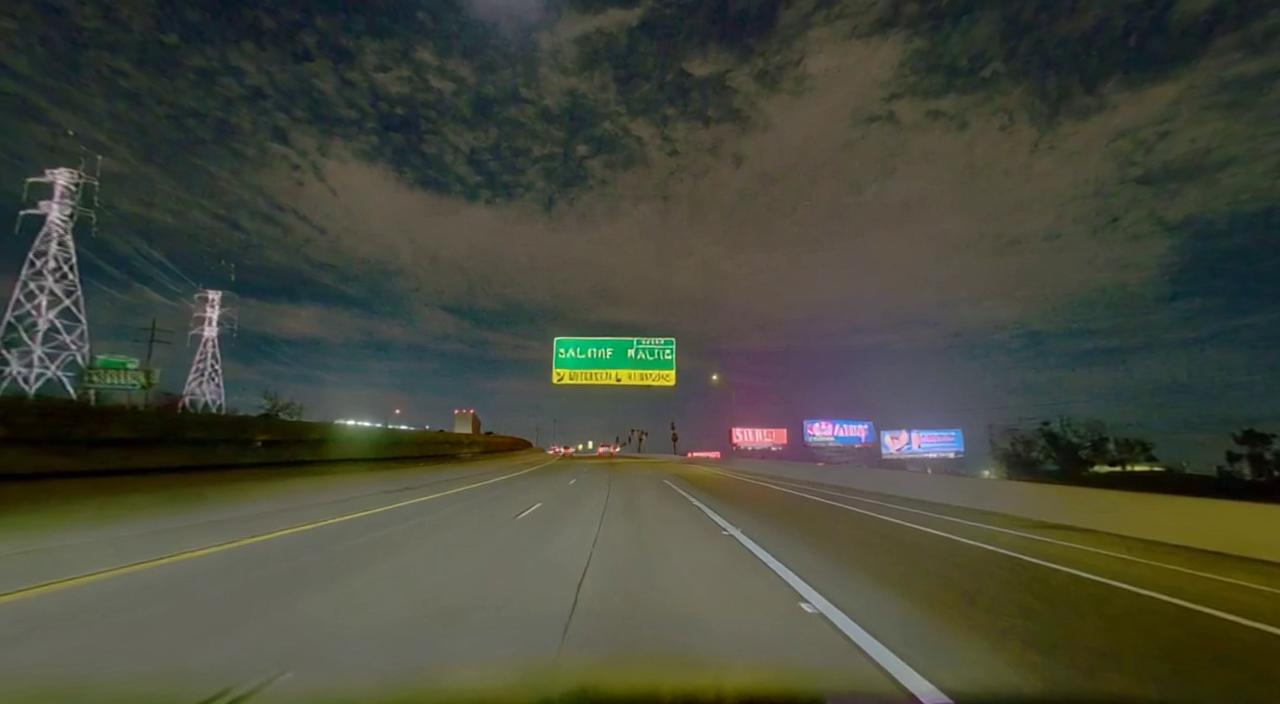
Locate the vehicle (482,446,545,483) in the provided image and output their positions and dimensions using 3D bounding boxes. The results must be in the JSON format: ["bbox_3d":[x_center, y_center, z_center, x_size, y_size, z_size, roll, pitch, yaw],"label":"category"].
[{"bbox_3d":[-5.265,4.734,26.868,1.921,1.420,4.078,0,-9,-1],"label":"vehicle"}]
